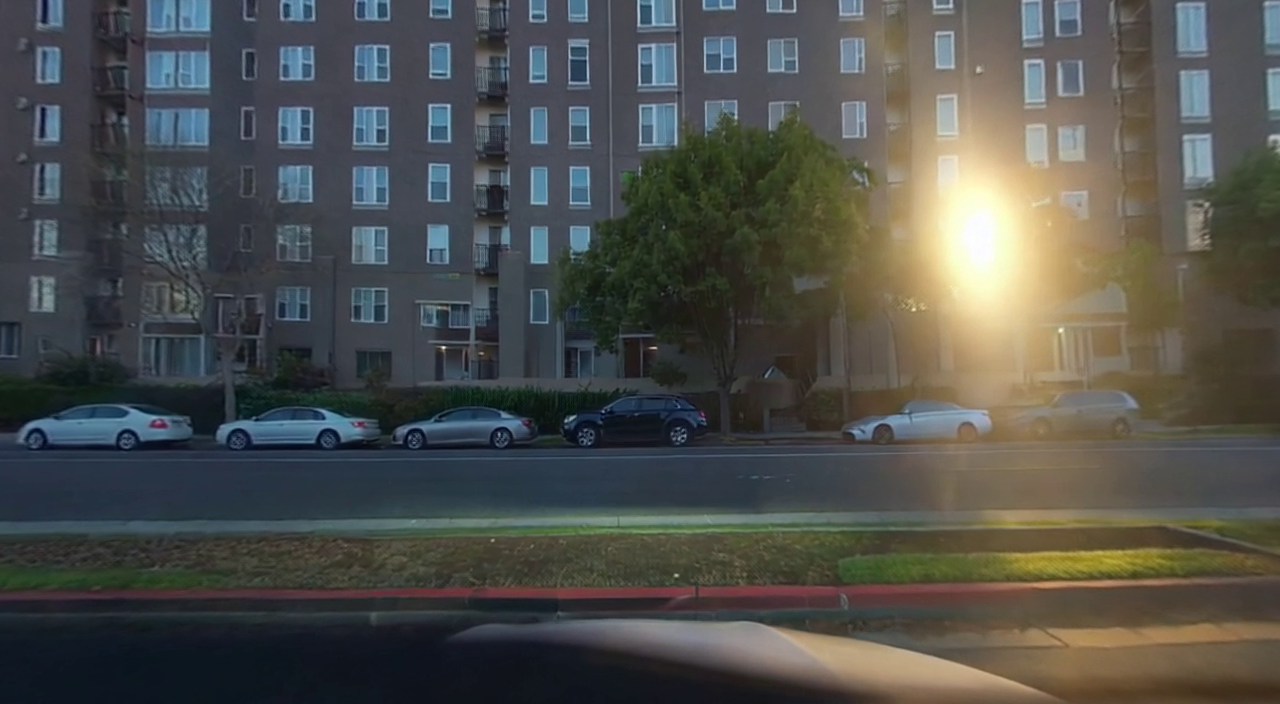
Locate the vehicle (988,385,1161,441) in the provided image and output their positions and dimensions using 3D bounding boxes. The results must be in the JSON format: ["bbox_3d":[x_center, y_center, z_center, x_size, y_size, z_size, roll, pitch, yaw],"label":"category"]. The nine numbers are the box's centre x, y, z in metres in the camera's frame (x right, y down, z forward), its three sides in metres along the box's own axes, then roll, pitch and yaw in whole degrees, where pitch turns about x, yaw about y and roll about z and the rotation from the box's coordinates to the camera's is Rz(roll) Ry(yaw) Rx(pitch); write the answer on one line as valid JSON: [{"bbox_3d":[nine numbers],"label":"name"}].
[{"bbox_3d":[14.983,2.092,21.971,4.544,1.780,1.966,-1,-5,-1],"label":"vehicle"}]

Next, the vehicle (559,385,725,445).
[{"bbox_3d":[0.011,2.173,21.295,5.299,1.860,2.098,1,-9,-5],"label":"vehicle"}]

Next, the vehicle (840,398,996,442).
[{"bbox_3d":[9.391,2.317,21.539,4.521,1.411,1.726,1,-6,-4],"label":"vehicle"}]

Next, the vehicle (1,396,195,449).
[{"bbox_3d":[-17.541,2.330,20.667,4.426,1.641,1.889,0,-8,-5],"label":"vehicle"}]

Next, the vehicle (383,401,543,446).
[{"bbox_3d":[-5.777,2.424,21.118,4.851,1.339,1.785,0,-10,-3],"label":"vehicle"}]

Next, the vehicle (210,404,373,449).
[{"bbox_3d":[-11.439,2.490,20.983,4.336,1.438,1.776,0,-8,-3],"label":"vehicle"}]
